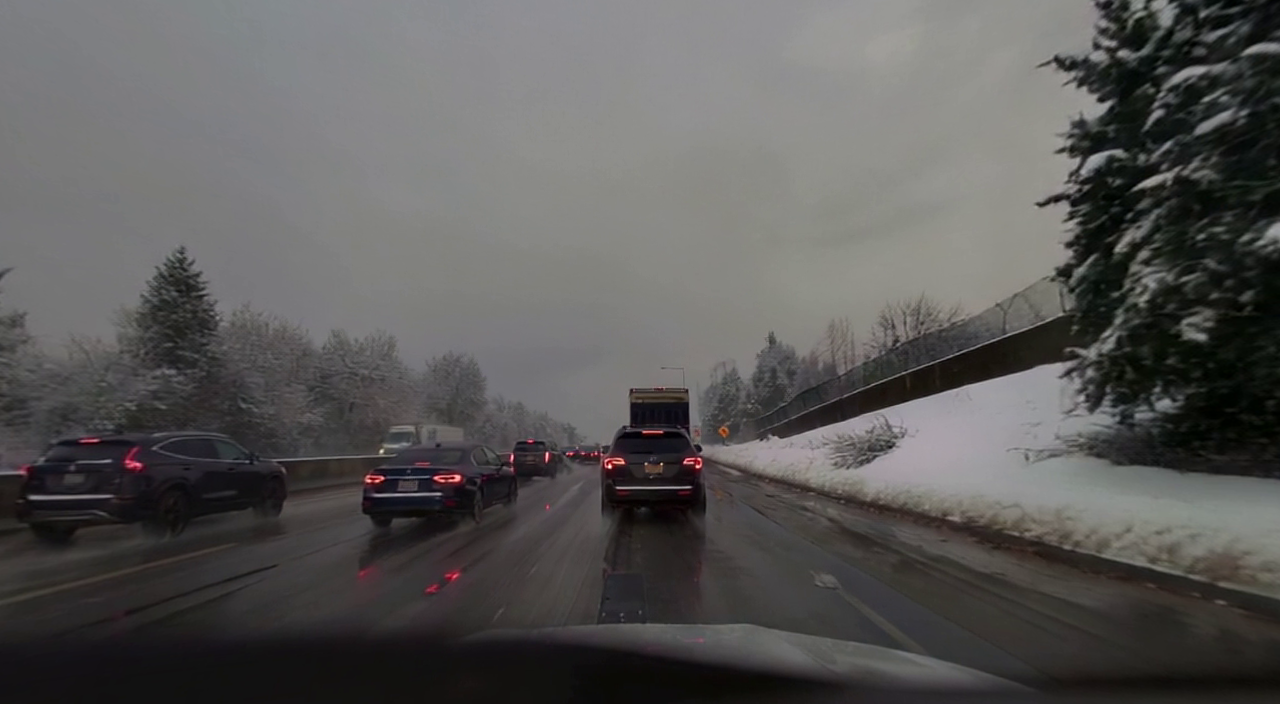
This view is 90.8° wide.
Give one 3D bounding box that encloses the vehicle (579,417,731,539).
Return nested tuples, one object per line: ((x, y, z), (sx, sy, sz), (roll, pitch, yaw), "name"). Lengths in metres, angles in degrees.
((0.179, 2.259, 11.951), (2.210, 1.760, 5.303), (0, -9, -1), "vehicle")

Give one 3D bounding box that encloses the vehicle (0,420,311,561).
((-7.469, 2.045, 10.024), (1.986, 1.700, 4.558), (0, -9, 0), "vehicle")

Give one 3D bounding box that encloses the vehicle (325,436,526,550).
((-3.254, 2.202, 10.512), (1.917, 1.506, 3.949), (0, -9, 1), "vehicle")
